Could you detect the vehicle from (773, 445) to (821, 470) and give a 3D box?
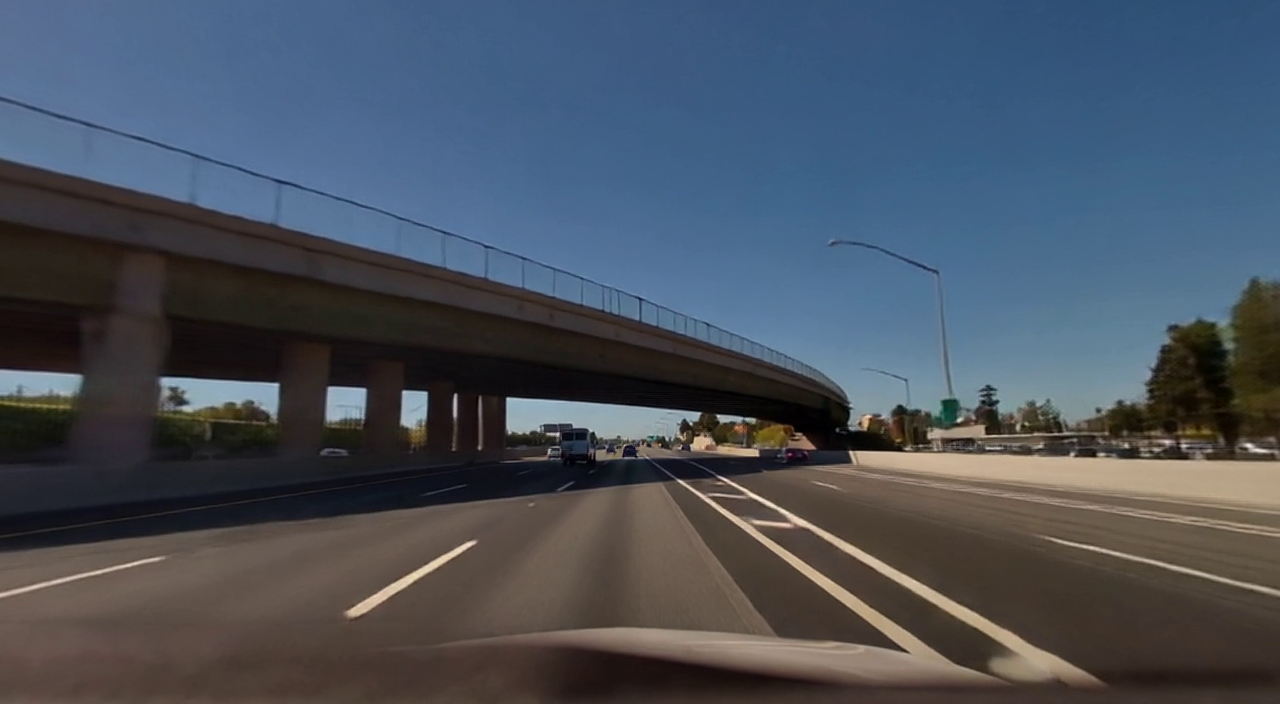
[{"bbox_3d":[10.008,6.762,40.586,2.035,1.491,4.246,0,-9,1],"label":"vehicle"}]

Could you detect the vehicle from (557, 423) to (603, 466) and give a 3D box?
[{"bbox_3d":[-4.378,6.953,47.442,2.881,2.937,7.045,0,-9,-1],"label":"vehicle"}]
